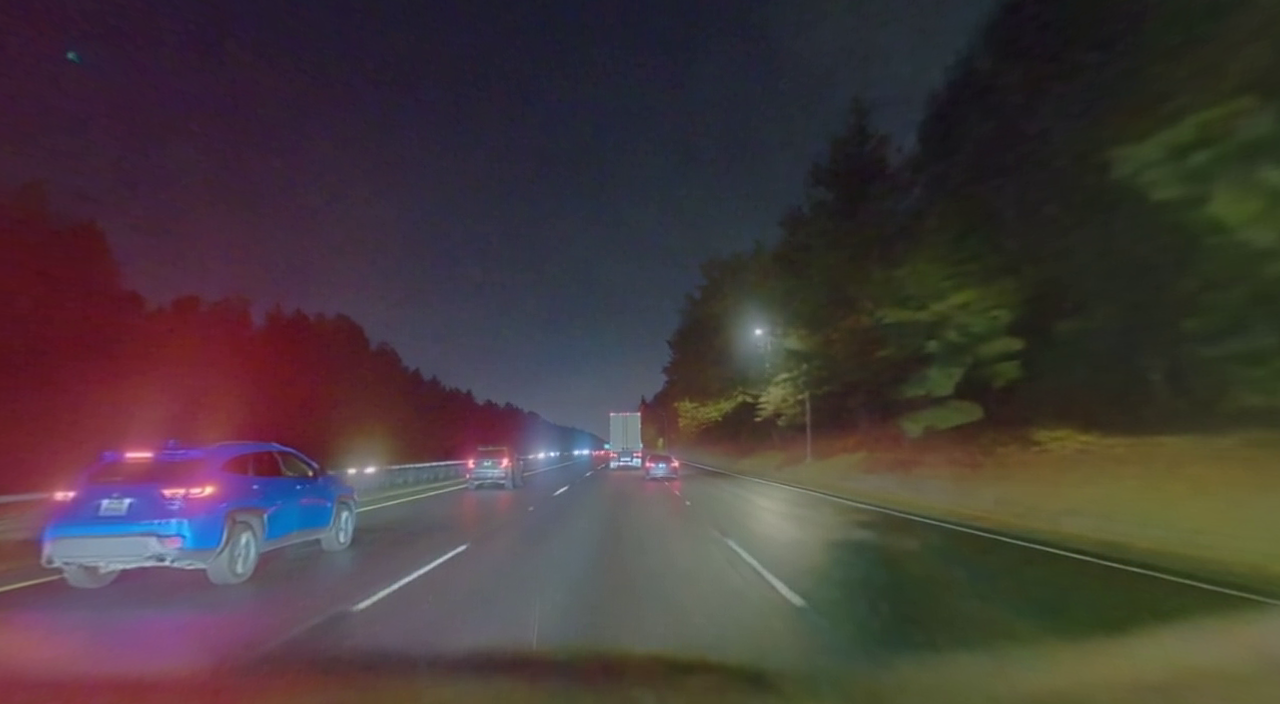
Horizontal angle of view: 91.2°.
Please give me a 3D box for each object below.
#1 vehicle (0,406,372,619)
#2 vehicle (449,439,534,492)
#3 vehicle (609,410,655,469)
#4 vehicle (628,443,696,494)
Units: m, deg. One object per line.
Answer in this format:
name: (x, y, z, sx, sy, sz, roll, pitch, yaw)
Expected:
vehicle: (-5.002, 1.590, 7.104, 2.100, 1.671, 4.105, 0, -9, 0)
vehicle: (-5.134, 3.967, 22.282, 2.035, 1.664, 4.064, 0, -9, 0)
vehicle: (-0.729, 6.848, 48.617, 3.113, 4.066, 10.786, 0, -9, -2)
vehicle: (0.631, 3.817, 20.895, 2.026, 1.489, 4.045, 0, -9, -1)
